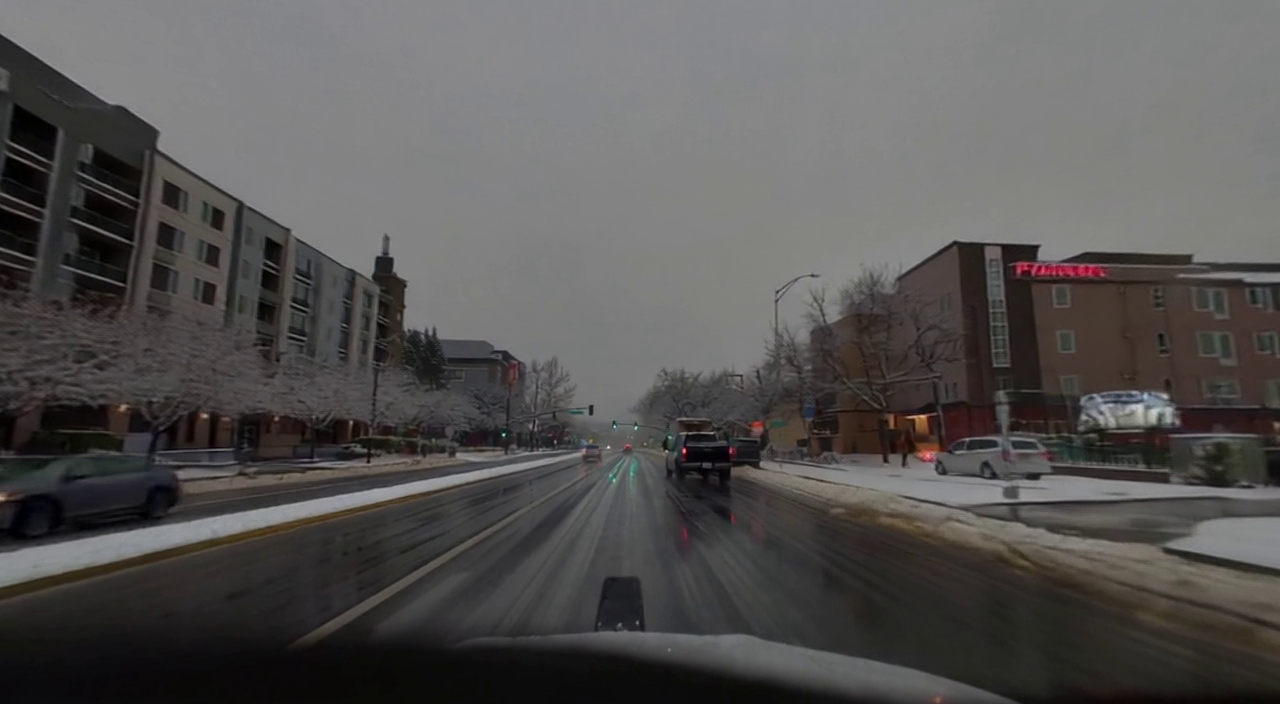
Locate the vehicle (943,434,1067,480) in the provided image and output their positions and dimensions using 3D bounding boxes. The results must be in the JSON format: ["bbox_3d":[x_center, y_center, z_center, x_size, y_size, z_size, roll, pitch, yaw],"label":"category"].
[{"bbox_3d":[14.370,4.160,25.248,1.975,1.648,4.451,1,-9,-5],"label":"vehicle"}]

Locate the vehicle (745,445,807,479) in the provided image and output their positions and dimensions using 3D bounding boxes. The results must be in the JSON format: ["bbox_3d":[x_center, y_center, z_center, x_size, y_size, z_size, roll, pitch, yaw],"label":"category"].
[{"bbox_3d":[6.244,5.095,29.499,1.795,1.459,4.333,0,-9,-2],"label":"vehicle"}]

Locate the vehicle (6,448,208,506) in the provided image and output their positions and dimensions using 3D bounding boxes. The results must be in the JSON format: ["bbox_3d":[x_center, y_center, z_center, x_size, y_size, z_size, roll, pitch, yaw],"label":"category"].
[{"bbox_3d":[-15.344,3.576,18.632,2.019,1.471,4.513,0,-9,0],"label":"vehicle"}]

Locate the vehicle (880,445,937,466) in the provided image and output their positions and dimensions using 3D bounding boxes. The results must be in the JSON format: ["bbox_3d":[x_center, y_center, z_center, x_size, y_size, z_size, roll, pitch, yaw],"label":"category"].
[{"bbox_3d":[19.513,7.518,46.072,1.780,1.474,4.533,1,-8,-6],"label":"vehicle"}]

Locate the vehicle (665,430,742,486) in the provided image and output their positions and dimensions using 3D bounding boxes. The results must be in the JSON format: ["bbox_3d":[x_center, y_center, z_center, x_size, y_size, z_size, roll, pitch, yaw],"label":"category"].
[{"bbox_3d":[2.127,3.790,22.860,2.130,1.787,5.126,0,-9,-1],"label":"vehicle"}]
